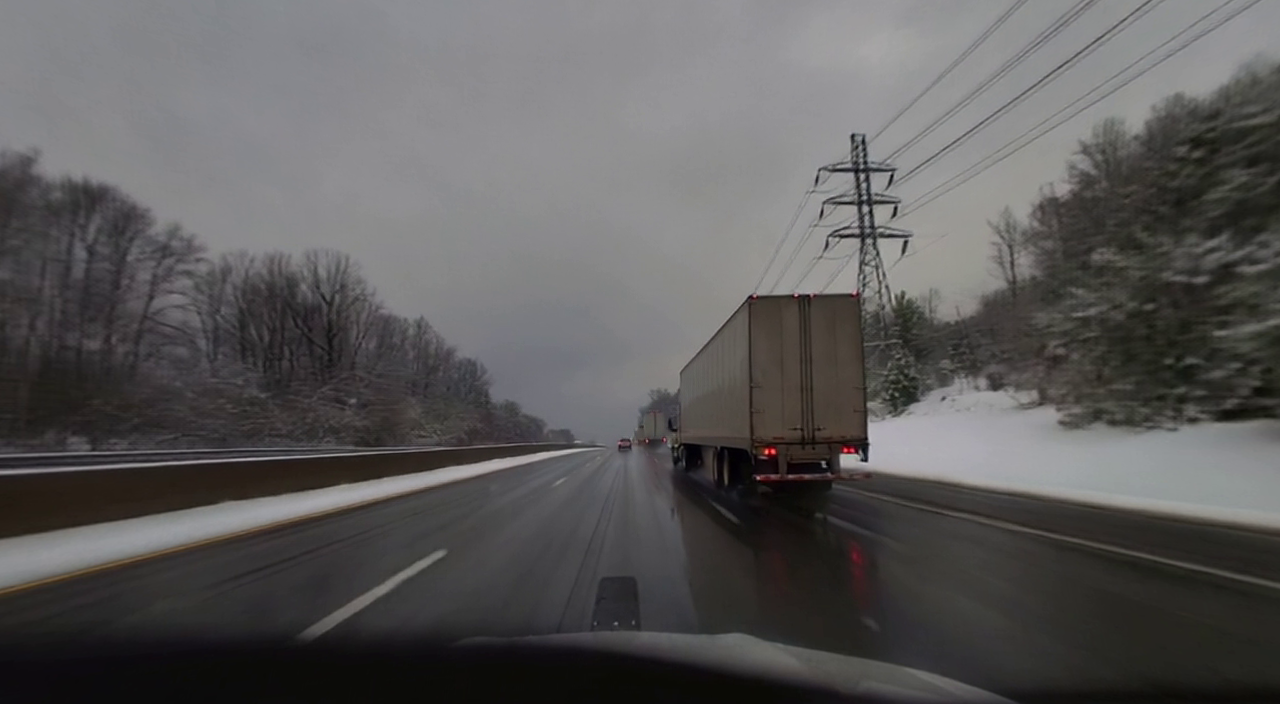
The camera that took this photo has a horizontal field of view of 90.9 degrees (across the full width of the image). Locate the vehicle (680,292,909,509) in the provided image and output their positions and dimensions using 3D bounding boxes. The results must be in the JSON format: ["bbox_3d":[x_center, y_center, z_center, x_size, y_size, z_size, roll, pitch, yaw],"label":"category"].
[{"bbox_3d":[3.304,1.821,18.889,2.905,4.080,14.157,0,-8,-2],"label":"vehicle"}]
